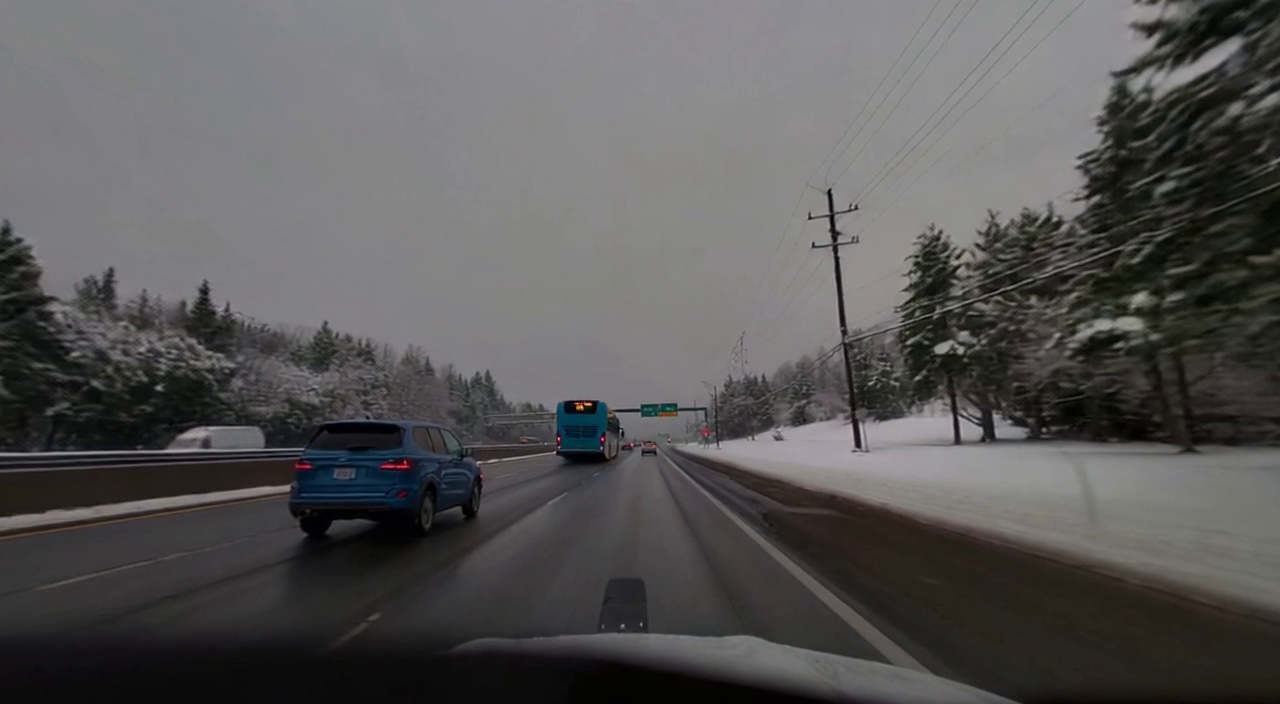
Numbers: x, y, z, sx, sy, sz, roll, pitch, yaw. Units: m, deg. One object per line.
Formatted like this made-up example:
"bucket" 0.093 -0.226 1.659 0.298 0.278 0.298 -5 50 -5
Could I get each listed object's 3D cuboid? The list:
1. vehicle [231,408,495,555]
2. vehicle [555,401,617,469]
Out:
"vehicle" -3.779 1.851 9.651 2.021 1.730 4.223 0 -8 1
"vehicle" -3.189 5.453 40.788 2.964 3.735 11.465 0 -8 0
